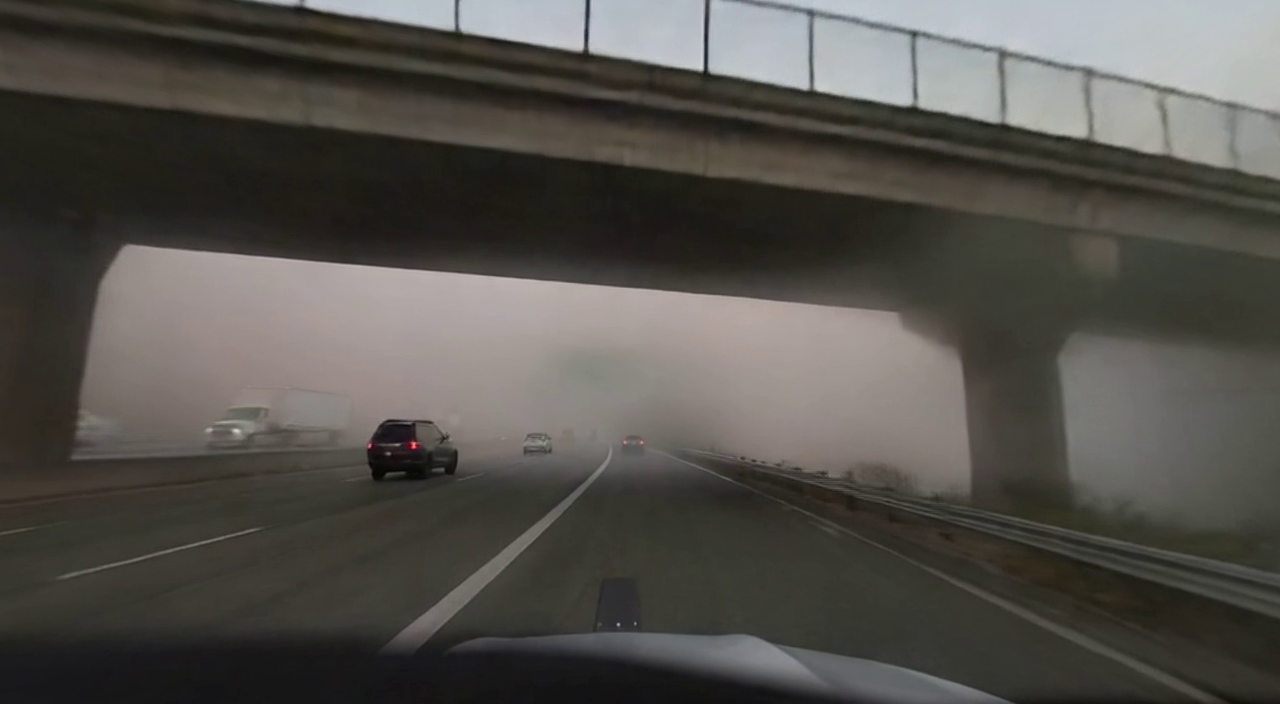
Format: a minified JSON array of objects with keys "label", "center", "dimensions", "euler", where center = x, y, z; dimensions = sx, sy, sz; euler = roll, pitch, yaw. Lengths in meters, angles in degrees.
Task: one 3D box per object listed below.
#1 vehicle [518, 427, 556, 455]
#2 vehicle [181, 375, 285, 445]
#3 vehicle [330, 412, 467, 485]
[{"label":"vehicle","center":[-7.428,6.443,45.761],"dimensions":[1.956,1.888,4.512],"euler":[0,-7,0]},{"label":"vehicle","center":[-25.400,3.705,39.517],"dimensions":[2.900,3.916,4.693],"euler":[4,-7,1]},{"label":"vehicle","center":[-7.001,2.842,18.920],"dimensions":[2.188,1.896,4.810],"euler":[0,-7,0]}]
